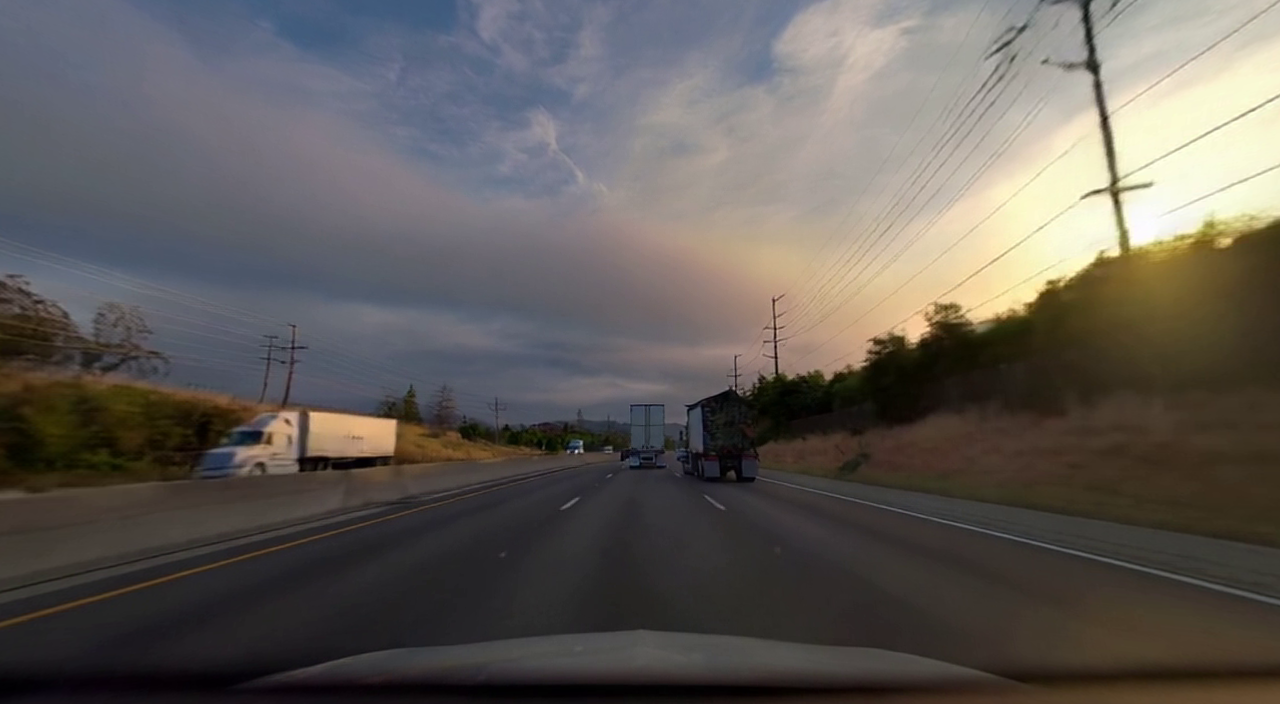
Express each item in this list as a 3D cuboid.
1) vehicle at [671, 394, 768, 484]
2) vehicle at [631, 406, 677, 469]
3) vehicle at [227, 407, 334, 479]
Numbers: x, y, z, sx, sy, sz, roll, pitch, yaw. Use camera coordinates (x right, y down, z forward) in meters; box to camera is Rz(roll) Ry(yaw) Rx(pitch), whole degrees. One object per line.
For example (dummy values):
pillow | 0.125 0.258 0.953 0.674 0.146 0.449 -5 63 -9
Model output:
vehicle | 3.197 3.961 28.196 2.938 3.378 8.820 0 -9 -2
vehicle | 0.790 6.624 47.880 2.997 4.076 13.224 0 -9 -1
vehicle | -20.078 5.149 35.611 2.943 3.764 4.981 0 -9 0
